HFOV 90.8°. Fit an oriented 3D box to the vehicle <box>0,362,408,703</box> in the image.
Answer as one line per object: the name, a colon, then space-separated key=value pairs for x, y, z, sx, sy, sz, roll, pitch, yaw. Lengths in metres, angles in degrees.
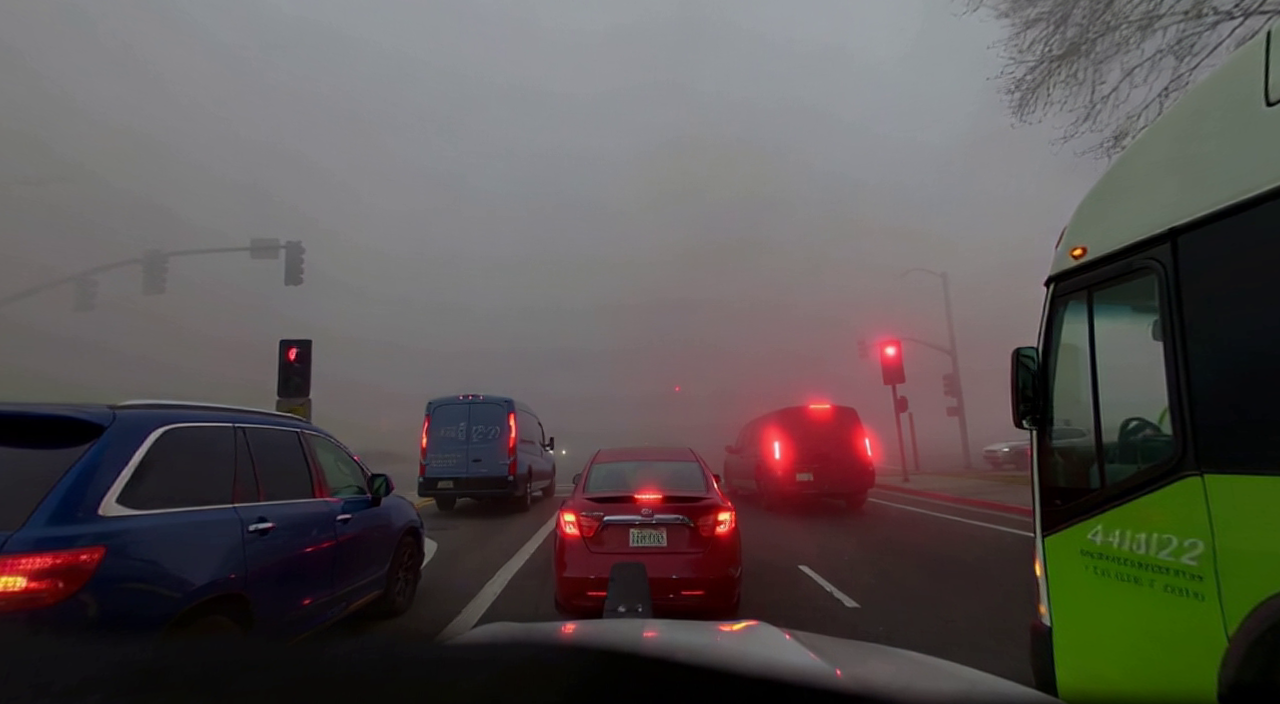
vehicle: x=-3.415 y=1.181 z=4.634 sx=1.921 sy=1.701 sz=3.989 roll=0 pitch=-8 yaw=-1

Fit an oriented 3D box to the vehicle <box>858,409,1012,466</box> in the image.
vehicle: x=17.570 y=5.137 z=37.923 sx=7.839 sy=3.213 sz=2.628 roll=0 pitch=-8 yaw=-3

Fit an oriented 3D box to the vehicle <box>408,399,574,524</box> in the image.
vehicle: x=-2.937 y=2.353 z=13.972 sx=2.335 sy=2.221 sz=5.165 roll=0 pitch=-8 yaw=1

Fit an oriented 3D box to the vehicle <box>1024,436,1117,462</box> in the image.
vehicle: x=25.840 y=5.822 z=38.006 sx=4.229 sy=1.489 sz=1.794 roll=0 pitch=-8 yaw=-2

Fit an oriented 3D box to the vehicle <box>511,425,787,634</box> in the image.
vehicle: x=0.055 y=1.550 z=6.428 sx=1.976 sy=1.485 sz=3.624 roll=0 pitch=-8 yaw=0

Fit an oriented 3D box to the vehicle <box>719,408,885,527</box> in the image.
vehicle: x=3.137 y=2.396 z=13.666 sx=2.143 sy=2.036 sz=5.367 roll=0 pitch=-8 yaw=0
